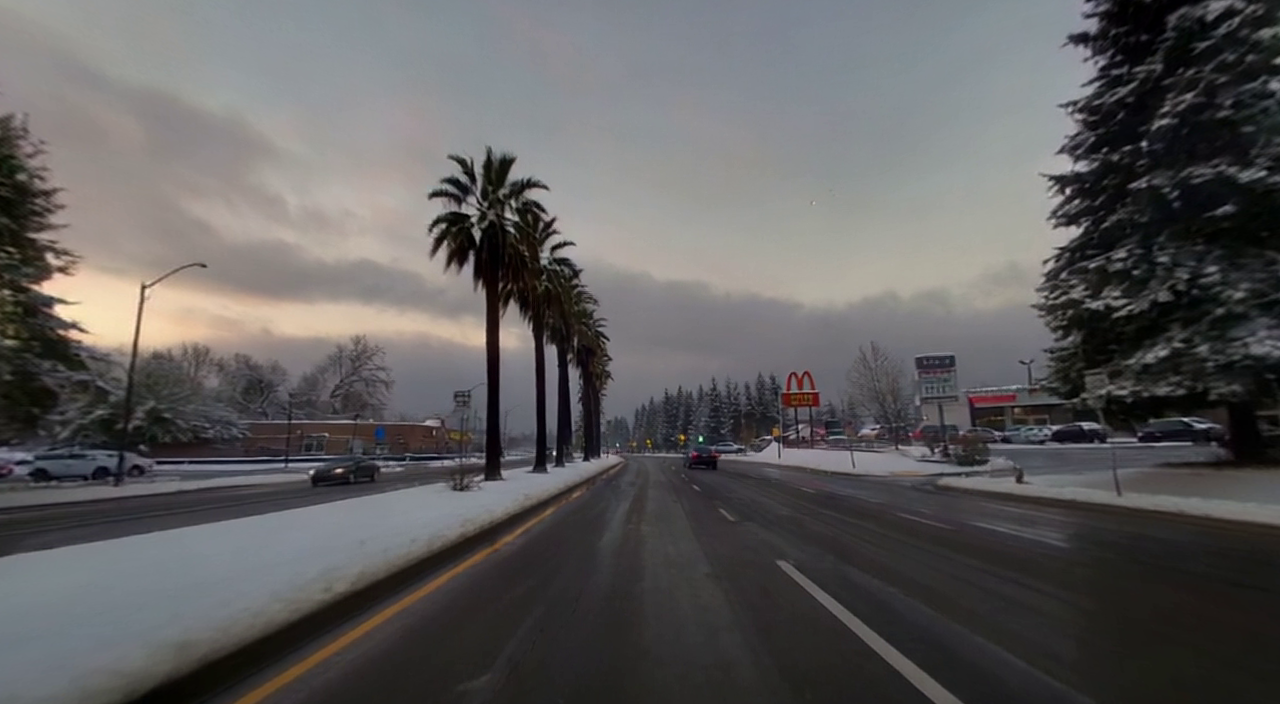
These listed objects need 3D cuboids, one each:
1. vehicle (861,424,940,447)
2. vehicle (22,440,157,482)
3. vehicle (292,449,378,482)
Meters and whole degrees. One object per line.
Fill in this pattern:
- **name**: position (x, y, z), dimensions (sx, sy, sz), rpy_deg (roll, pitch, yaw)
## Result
- **vehicle**: position (18.906, 6.095, 45.957), dimensions (4.649, 1.662, 2.349), rpy_deg (0, -8, 1)
- **vehicle**: position (-32.675, 6.661, 37.831), dimensions (2.415, 2.234, 6.082), rpy_deg (-2, -12, 2)
- **vehicle**: position (-16.786, 6.223, 35.060), dimensions (2.167, 1.622, 5.184), rpy_deg (0, -8, 0)
